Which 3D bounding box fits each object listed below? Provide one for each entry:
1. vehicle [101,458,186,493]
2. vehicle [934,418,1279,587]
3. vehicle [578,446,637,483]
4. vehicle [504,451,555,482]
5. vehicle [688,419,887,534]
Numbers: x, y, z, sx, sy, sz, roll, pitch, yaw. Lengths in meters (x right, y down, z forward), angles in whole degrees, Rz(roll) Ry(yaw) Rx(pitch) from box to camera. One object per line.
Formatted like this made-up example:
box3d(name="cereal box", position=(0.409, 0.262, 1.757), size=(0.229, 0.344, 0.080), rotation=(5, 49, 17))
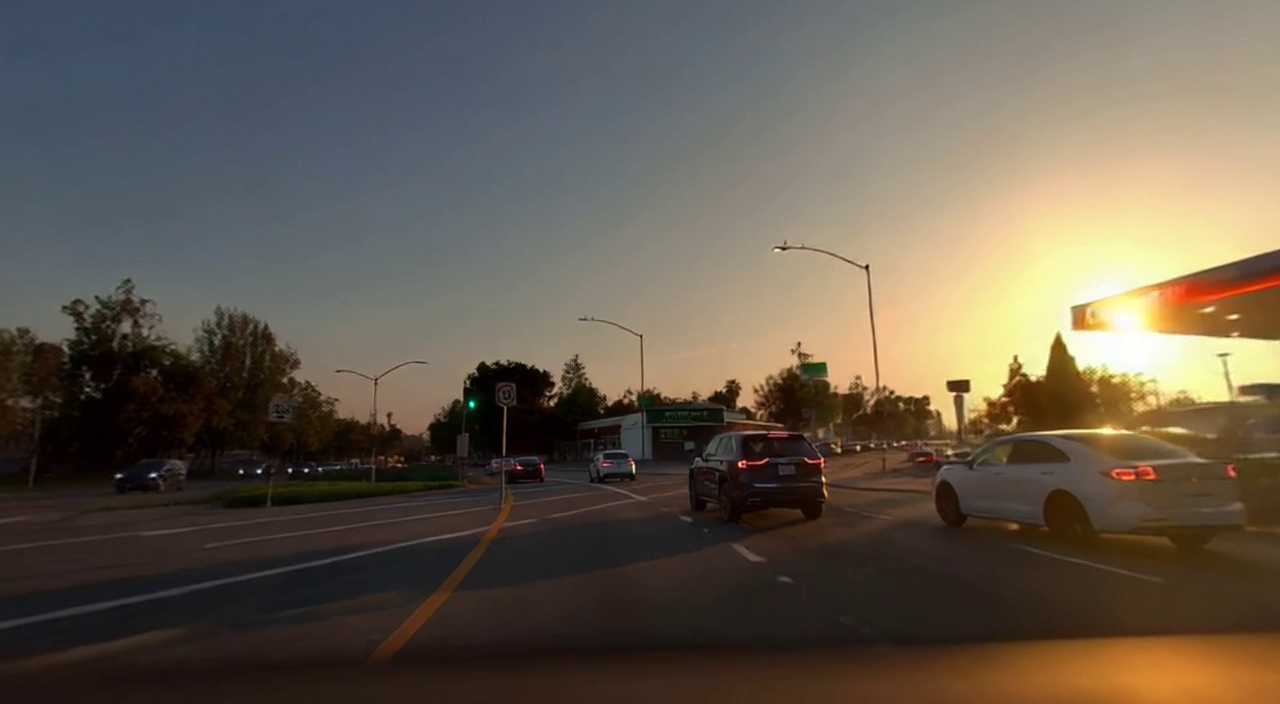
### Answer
box3d(name="vehicle", position=(-24.330, 6.010, 31.041), size=(1.821, 1.521, 3.874), rotation=(2, -9, -16))
box3d(name="vehicle", position=(5.990, 1.778, 8.330), size=(1.881, 1.604, 4.289), rotation=(1, -8, -4))
box3d(name="vehicle", position=(-1.609, 5.291, 29.991), size=(2.012, 1.612, 4.114), rotation=(2, -9, -14))
box3d(name="vehicle", position=(-5.971, 6.059, 33.693), size=(2.107, 1.527, 4.174), rotation=(3, -9, -18))
box3d(name="vehicle", position=(2.513, 2.301, 12.307), size=(2.184, 1.777, 4.712), rotation=(1, -9, -8))
